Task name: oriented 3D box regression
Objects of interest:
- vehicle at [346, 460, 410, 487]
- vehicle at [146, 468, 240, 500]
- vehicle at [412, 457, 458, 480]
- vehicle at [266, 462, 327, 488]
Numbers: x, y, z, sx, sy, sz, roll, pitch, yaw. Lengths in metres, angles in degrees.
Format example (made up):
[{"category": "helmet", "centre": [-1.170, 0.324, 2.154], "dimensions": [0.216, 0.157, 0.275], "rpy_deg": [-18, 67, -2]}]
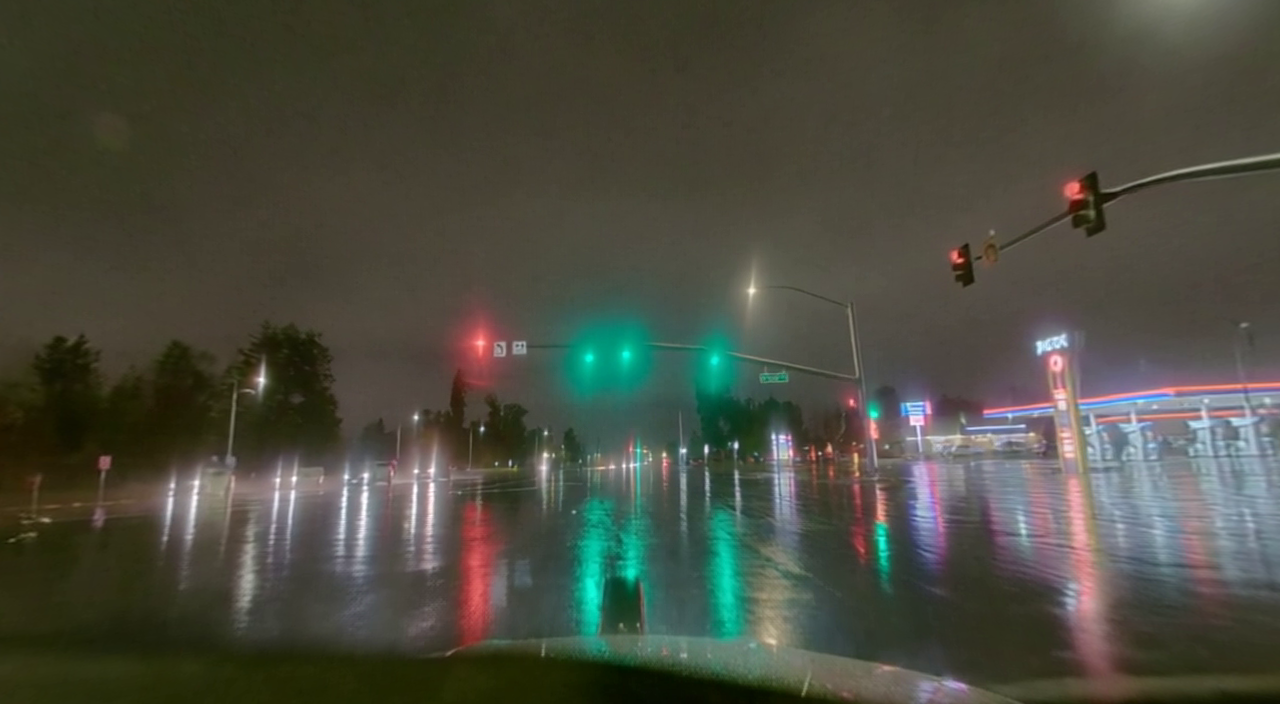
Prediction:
[{"category": "vehicle", "centre": [-15.328, 7.119, 37.273], "dimensions": [1.920, 1.434, 4.328], "rpy_deg": [0, -9, 0]}, {"category": "vehicle", "centre": [-24.635, 7.249, 35.073], "dimensions": [1.895, 1.483, 4.790], "rpy_deg": [0, -9, -2]}, {"category": "vehicle", "centre": [-15.430, 8.753, 47.708], "dimensions": [2.053, 1.598, 4.336], "rpy_deg": [0, -9, -1]}, {"category": "vehicle", "centre": [-24.843, 8.909, 45.876], "dimensions": [2.098, 1.684, 4.388], "rpy_deg": [0, -9, -2]}]
